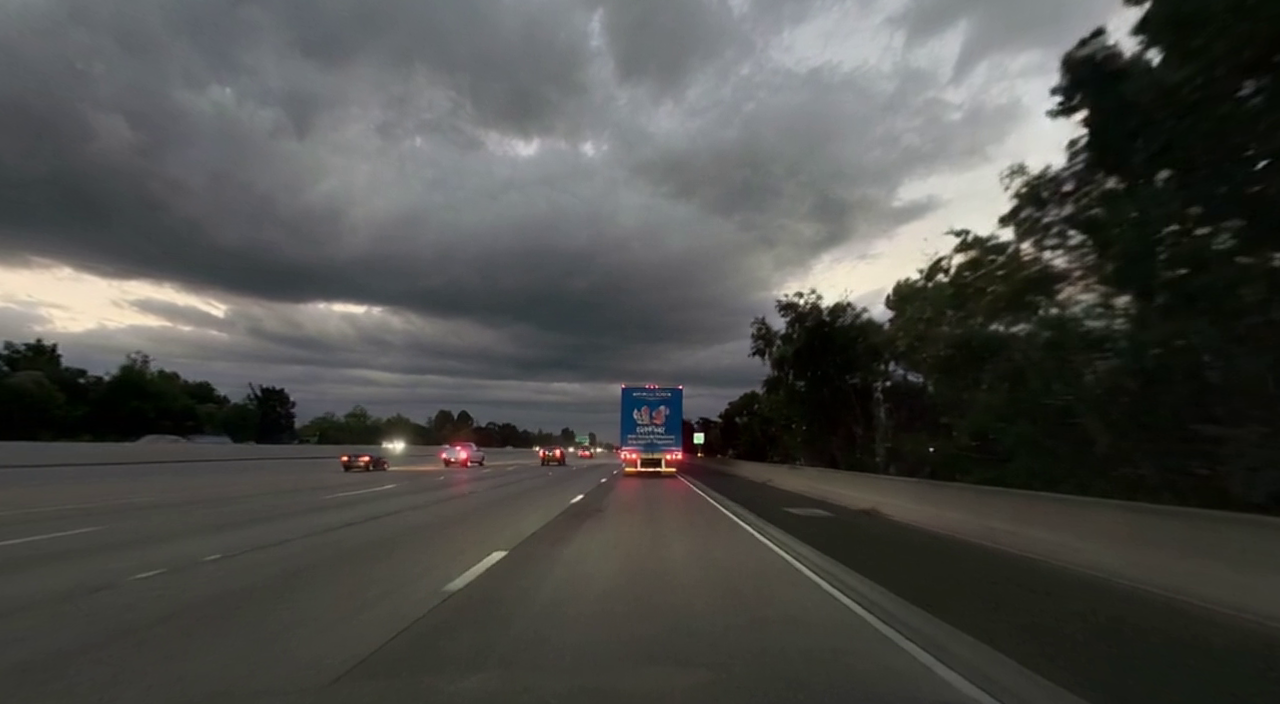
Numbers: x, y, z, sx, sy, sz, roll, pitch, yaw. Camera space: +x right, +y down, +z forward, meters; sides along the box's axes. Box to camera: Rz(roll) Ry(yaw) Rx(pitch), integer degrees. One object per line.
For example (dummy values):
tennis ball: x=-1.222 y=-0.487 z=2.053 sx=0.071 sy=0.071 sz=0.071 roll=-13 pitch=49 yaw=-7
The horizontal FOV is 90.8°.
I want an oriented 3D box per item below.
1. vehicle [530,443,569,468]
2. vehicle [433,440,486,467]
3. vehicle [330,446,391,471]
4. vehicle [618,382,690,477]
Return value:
vehicle: x=-6.832 y=7.841 z=48.102 sx=2.152 sy=1.732 sz=4.782 roll=0 pitch=-8 yaw=1
vehicle: x=-13.690 y=7.744 z=48.290 sx=2.296 sy=1.907 sz=5.659 roll=0 pitch=-8 yaw=1
vehicle: x=-18.034 y=6.882 z=41.001 sx=1.901 sy=1.485 sz=4.279 roll=0 pitch=-8 yaw=1
vehicle: x=0.553 y=4.560 z=35.494 sx=3.140 sy=4.100 sz=15.551 roll=1 pitch=-9 yaw=0
